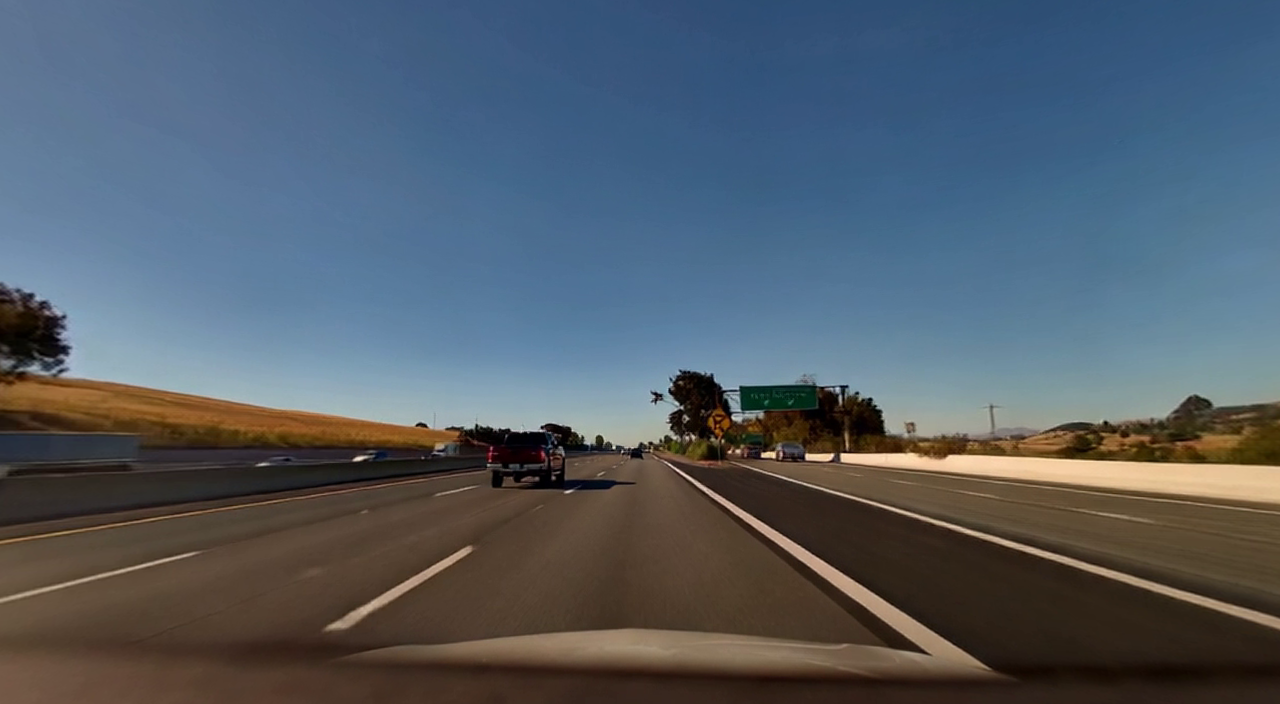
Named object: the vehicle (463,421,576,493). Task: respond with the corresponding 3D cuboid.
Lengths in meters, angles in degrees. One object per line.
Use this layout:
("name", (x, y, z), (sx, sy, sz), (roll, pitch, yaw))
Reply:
("vehicle", (-3.803, 3.511, 21.368), (2.601, 2.084, 6.068), (0, -9, 1))

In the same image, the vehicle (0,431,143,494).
("vehicle", (-37.171, 6.682, 38.694), (2.775, 3.481, 12.946), (0, -9, 0))
